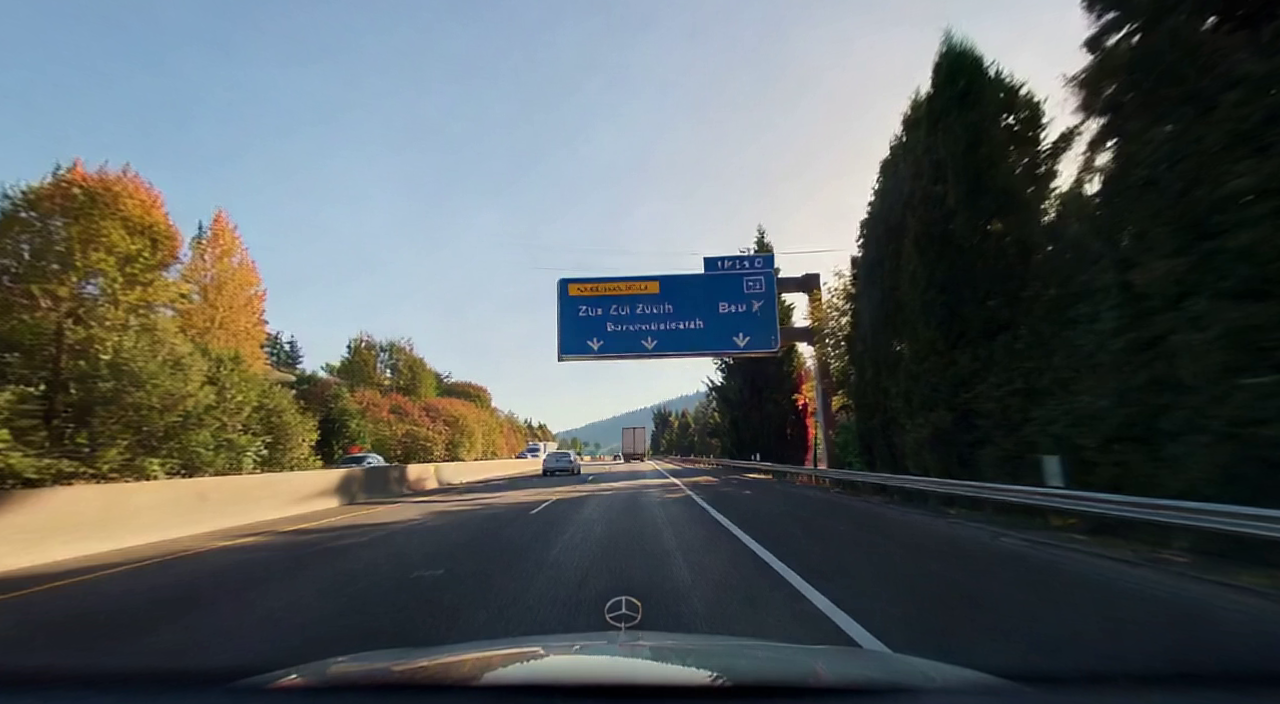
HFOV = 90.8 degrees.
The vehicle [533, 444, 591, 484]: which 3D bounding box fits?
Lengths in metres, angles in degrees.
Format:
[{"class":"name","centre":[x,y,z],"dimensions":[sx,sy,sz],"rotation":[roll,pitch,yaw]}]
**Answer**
[{"class":"vehicle","centre":[-3.495,5.152,29.210],"dimensions":[2.081,1.682,4.425],"rotation":[0,-9,1]}]

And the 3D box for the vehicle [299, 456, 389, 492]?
[{"class":"vehicle","centre":[-13.038,5.365,28.129],"dimensions":[1.806,1.426,4.451],"rotation":[0,-9,1]}]
